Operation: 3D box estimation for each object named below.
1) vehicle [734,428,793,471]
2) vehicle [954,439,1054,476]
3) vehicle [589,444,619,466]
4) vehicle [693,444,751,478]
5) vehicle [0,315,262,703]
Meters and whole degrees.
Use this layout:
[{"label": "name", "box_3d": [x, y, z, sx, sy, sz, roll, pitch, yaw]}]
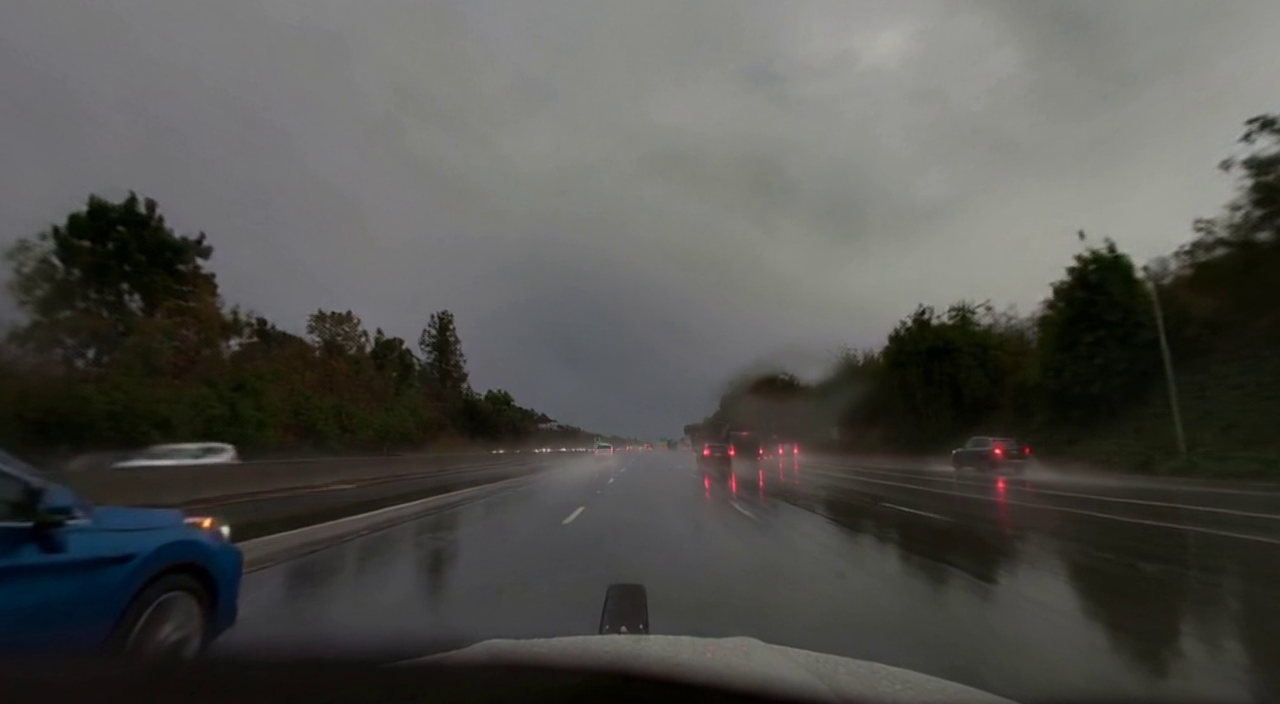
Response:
[{"label": "vehicle", "box_3d": [8.111, 6.498, 42.059, 2.729, 2.628, 4.875, 0, -9, -2]}, {"label": "vehicle", "box_3d": [21.312, 6.182, 37.344, 2.221, 1.995, 5.803, 0, -9, -3]}, {"label": "vehicle", "box_3d": [-2.730, 8.011, 49.124, 2.060, 1.587, 4.093, 0, -9, 1]}, {"label": "vehicle", "box_3d": [3.860, 5.217, 30.389, 2.080, 1.493, 4.674, 0, -9, -1]}, {"label": "vehicle", "box_3d": [-3.440, 0.587, 1.112, 2.218, 1.764, 5.229, 0, -9, 1]}]
